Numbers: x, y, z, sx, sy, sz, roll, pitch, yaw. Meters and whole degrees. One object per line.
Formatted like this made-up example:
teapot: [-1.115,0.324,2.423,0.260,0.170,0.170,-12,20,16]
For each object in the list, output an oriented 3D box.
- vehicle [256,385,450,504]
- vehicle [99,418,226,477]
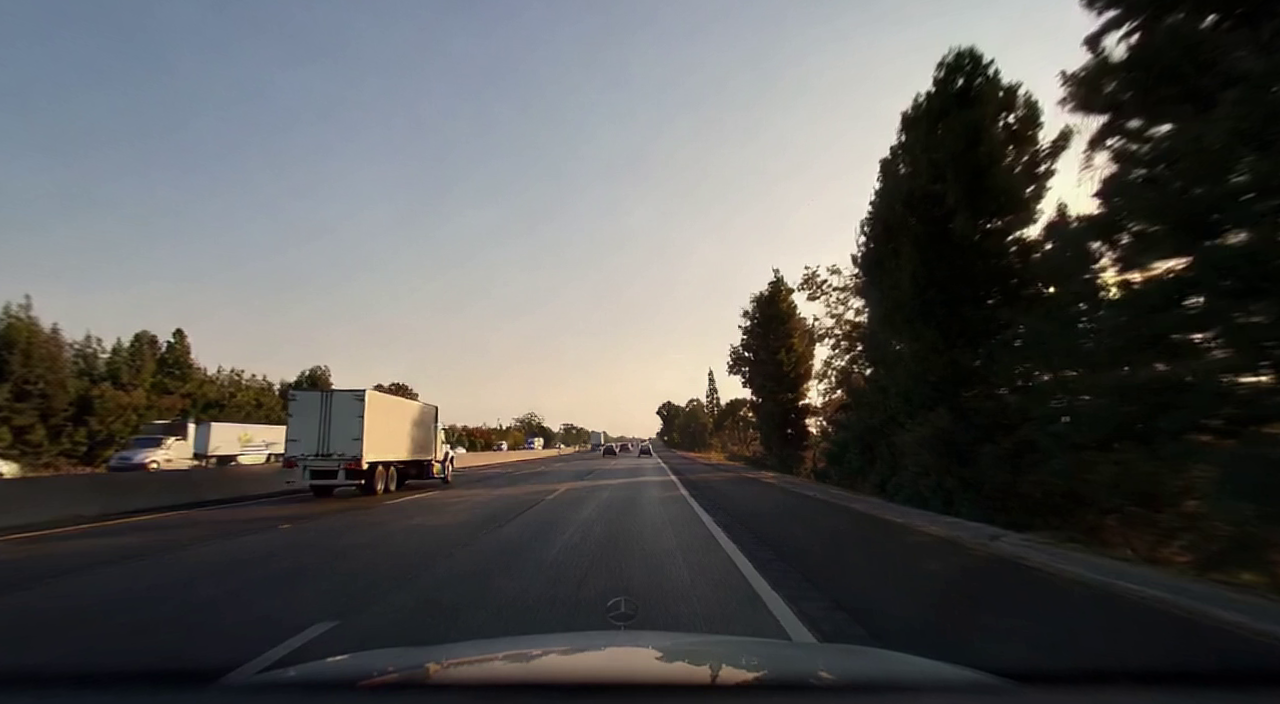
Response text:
vehicle: [-7.418,2.541,17.317,2.444,2.685,5.893,0,-9,1]
vehicle: [-36.193,7.301,48.253,3.008,4.085,8.150,0,-9,1]
